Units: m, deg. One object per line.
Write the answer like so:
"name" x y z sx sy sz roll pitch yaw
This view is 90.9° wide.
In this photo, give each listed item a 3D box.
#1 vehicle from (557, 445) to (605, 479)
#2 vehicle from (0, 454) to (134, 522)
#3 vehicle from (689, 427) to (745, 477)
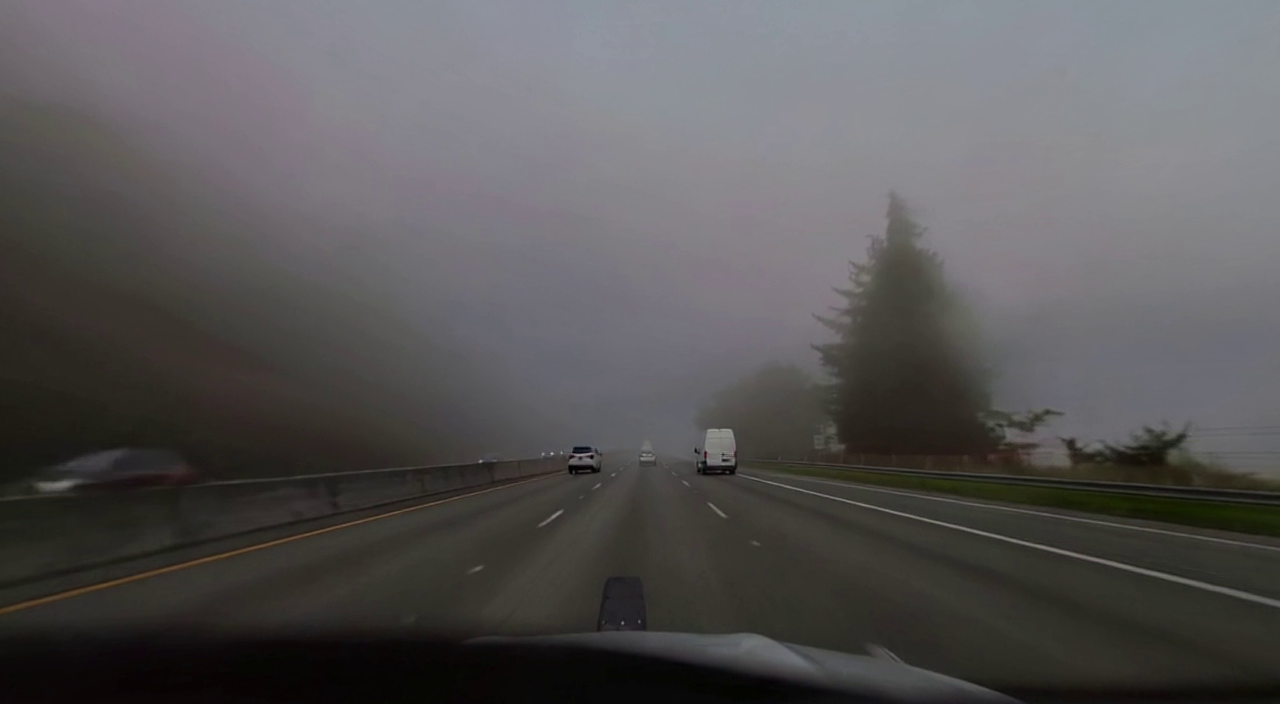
"vehicle" -2.907 5.578 32.159 1.964 1.618 4.489 0 -9 0
"vehicle" -15.866 3.470 16.532 1.830 1.557 3.942 0 -9 1
"vehicle" 4.286 5.725 36.148 2.469 2.591 5.653 0 -9 0
